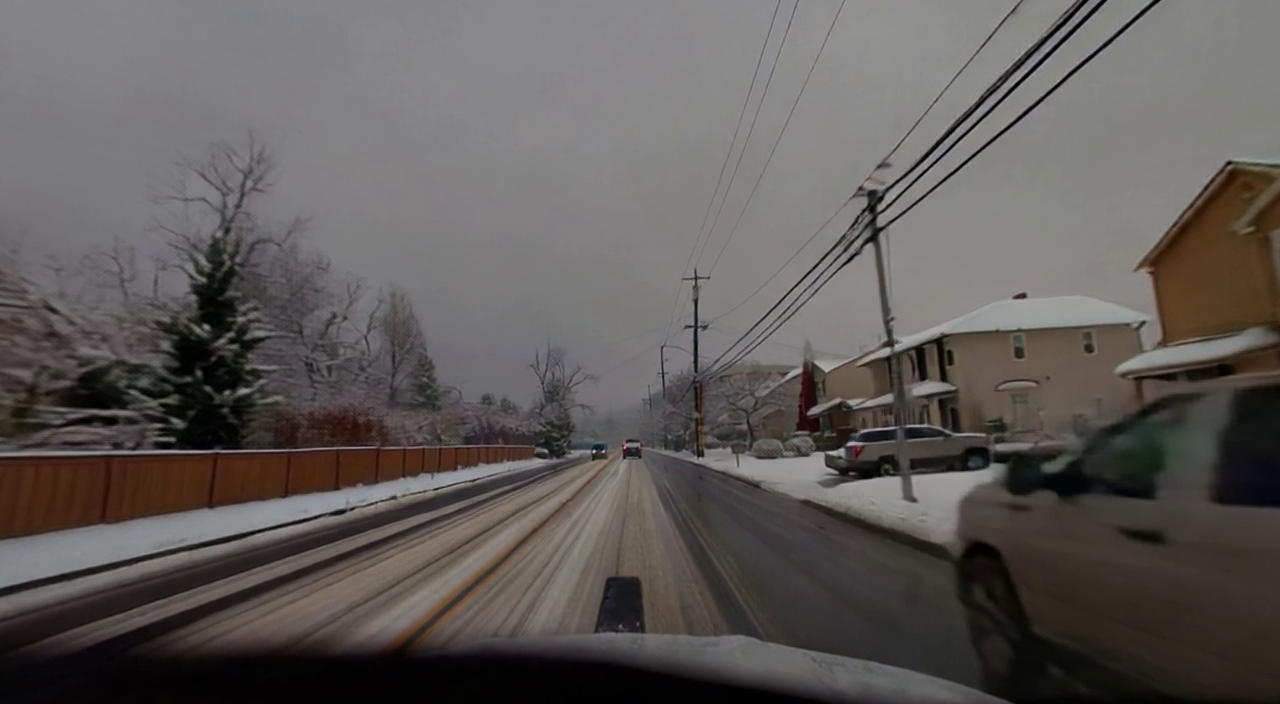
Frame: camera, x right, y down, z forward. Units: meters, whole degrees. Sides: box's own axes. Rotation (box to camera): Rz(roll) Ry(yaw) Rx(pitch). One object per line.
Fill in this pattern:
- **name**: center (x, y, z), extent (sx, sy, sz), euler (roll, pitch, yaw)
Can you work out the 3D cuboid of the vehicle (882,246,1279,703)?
- **vehicle**: center (3.021, 0.715, 1.887), extent (2.278, 1.933, 5.860), euler (3, -8, -1)
